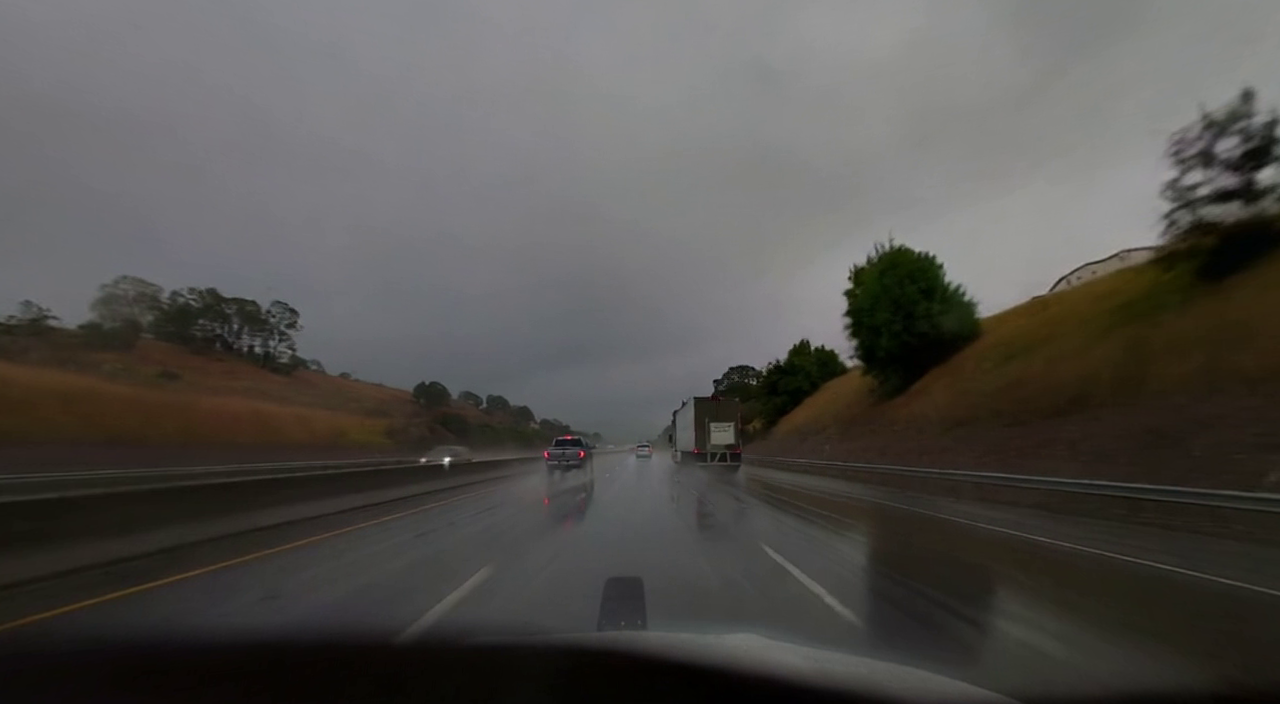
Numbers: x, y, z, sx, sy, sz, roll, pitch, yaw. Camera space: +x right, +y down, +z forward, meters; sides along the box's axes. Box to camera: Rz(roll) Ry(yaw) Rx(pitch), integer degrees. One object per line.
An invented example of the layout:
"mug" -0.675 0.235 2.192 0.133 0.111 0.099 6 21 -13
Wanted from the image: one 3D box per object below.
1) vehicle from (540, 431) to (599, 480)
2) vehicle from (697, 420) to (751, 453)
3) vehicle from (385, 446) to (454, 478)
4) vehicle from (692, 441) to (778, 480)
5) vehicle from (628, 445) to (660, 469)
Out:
"vehicle" -3.148 4.765 29.099 2.142 2.044 4.446 0 -9 1
"vehicle" 4.108 4.257 31.465 1.968 1.547 4.215 0 -9 -2
"vehicle" -10.932 5.464 31.506 1.879 1.437 4.183 0 -9 1
"vehicle" 4.232 5.154 30.332 2.654 1.574 9.537 0 -9 0
"vehicle" 0.258 7.106 42.698 2.086 1.497 3.681 0 -9 0
